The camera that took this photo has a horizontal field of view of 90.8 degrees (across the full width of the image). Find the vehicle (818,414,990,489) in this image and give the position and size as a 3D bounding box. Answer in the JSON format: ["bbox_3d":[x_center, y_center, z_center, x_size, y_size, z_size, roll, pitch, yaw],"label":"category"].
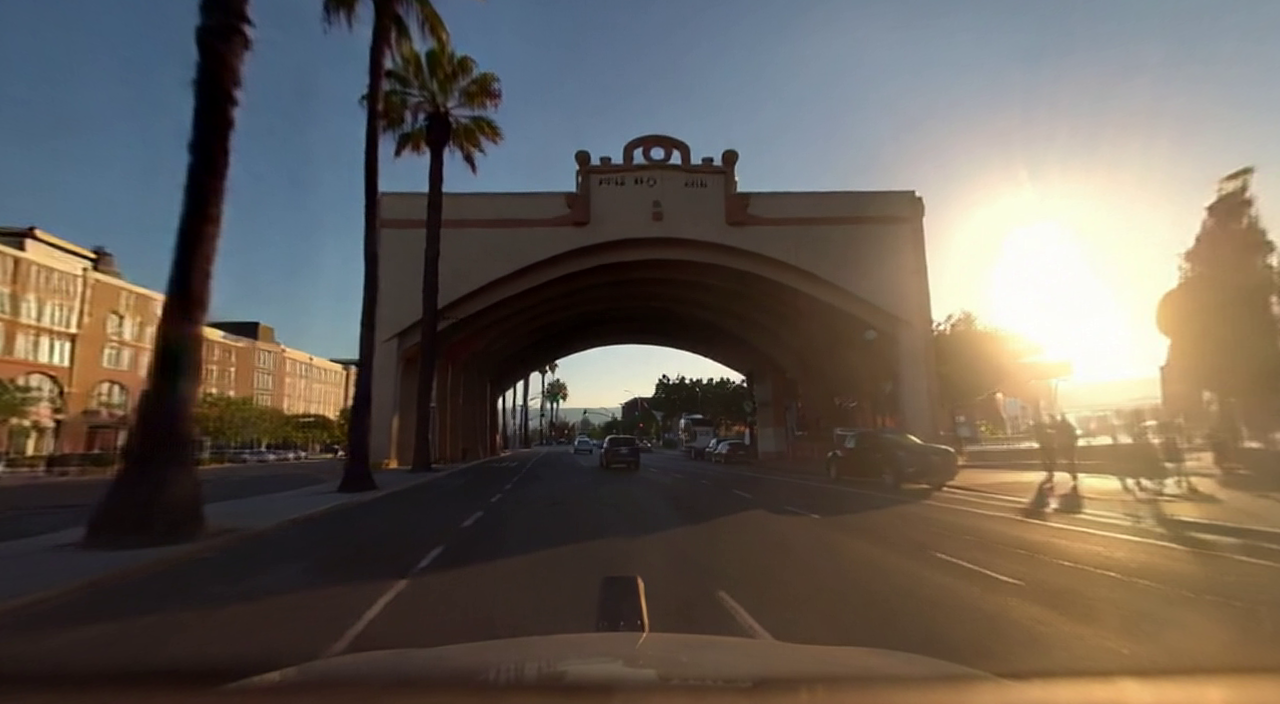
[{"bbox_3d":[7.999,3.129,20.066,2.417,2.030,5.711,1,-9,-7],"label":"vehicle"}]

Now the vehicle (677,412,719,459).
[{"bbox_3d":[4.422,6.451,48.650,2.821,3.470,3.590,0,-9,-1],"label":"vehicle"}]

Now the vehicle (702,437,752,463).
[{"bbox_3d":[5.334,6.126,39.483,2.015,1.486,4.501,1,-9,-7],"label":"vehicle"}]

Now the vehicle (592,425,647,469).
[{"bbox_3d":[-1.196,4.913,32.723,2.284,2.010,6.670,1,-9,-7],"label":"vehicle"}]
